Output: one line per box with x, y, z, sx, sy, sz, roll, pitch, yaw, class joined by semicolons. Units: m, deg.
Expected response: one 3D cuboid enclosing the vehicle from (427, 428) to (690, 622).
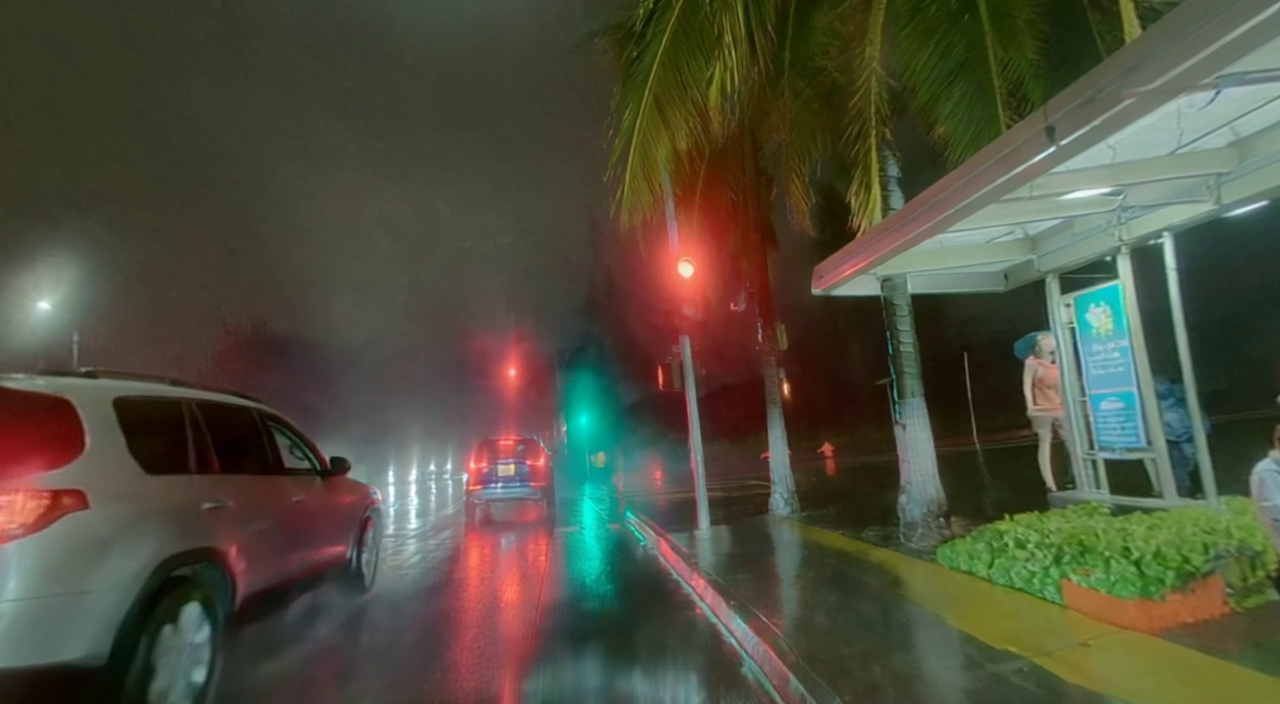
-0.983;1.675;7.186;2.065;1.467;4.289;1;-9;-10;vehicle

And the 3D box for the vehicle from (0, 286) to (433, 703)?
-2.873;1.039;3.987;2.098;1.851;4.571;1;-9;-7;vehicle

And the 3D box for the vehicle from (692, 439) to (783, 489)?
4.928;5.671;32.168;3.987;1.636;1.903;9;3;-10;vehicle
